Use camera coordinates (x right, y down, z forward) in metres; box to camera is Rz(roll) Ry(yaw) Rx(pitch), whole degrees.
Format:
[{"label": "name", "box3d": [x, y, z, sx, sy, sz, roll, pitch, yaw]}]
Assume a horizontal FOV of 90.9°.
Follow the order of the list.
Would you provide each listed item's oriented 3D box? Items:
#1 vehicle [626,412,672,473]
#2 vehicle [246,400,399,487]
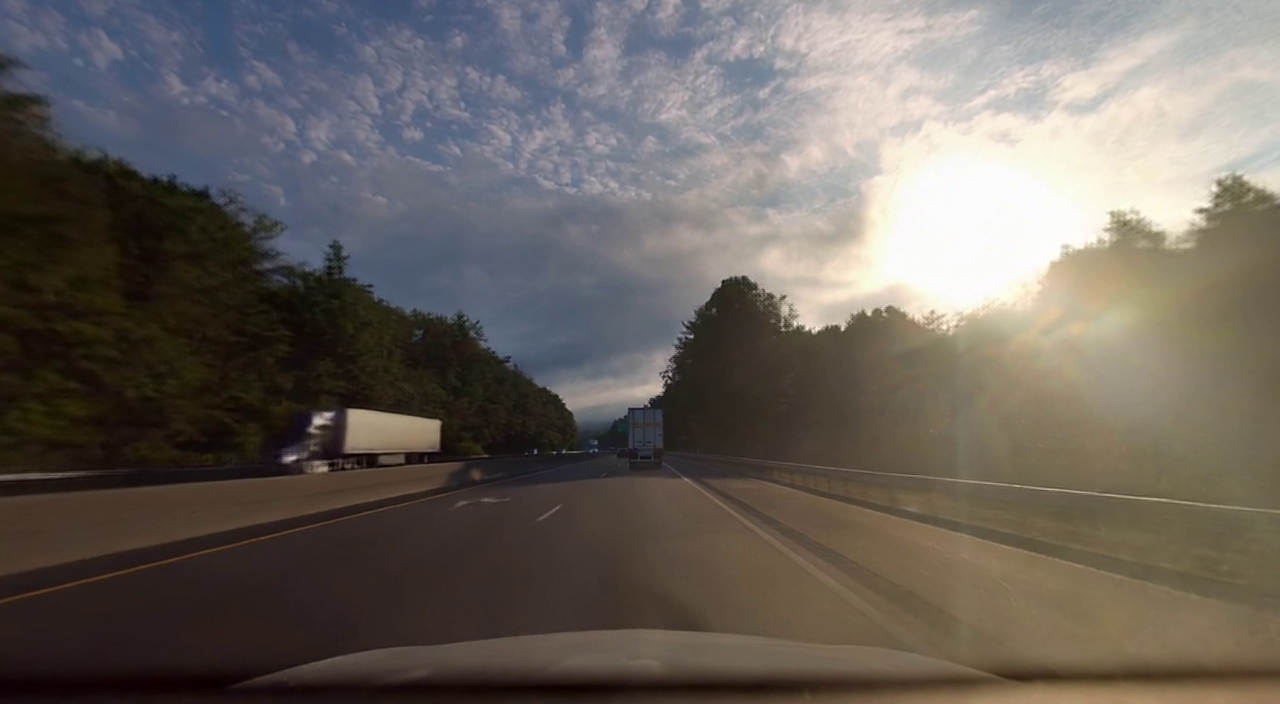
[{"label": "vehicle", "box3d": [0.591, 6.772, 46.706, 3.024, 3.965, 10.399, 0, -9, 0]}, {"label": "vehicle", "box3d": [-16.859, 5.088, 34.751, 2.940, 4.033, 10.221, 0, -9, 1]}]
